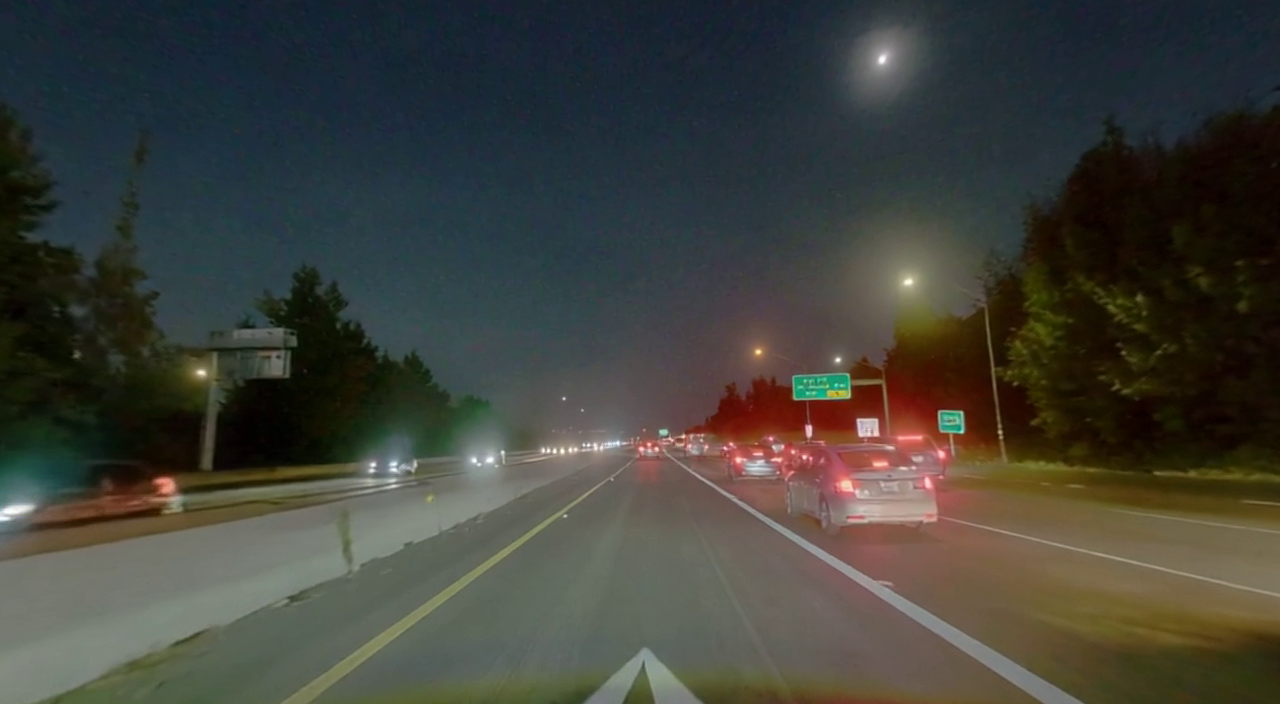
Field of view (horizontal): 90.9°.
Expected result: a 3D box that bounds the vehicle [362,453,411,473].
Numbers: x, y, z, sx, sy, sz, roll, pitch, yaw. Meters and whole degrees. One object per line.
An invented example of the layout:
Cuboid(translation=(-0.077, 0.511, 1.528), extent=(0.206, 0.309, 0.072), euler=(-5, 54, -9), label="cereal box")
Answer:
Cuboid(translation=(-19.888, 8.684, 49.645), extent=(1.849, 1.463, 4.477), euler=(0, -8, 2), label="vehicle")

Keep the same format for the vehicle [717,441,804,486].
Cuboid(translation=(4.371, 4.133, 23.745), extent=(2.223, 1.483, 5.075), euler=(0, -8, -1), label="vehicle")

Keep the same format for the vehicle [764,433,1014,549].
Cuboid(translation=(3.664, 2.140, 10.480), extent=(2.198, 1.467, 4.675), euler=(0, -8, -1), label="vehicle")

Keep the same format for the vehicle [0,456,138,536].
Cuboid(translation=(-13.189, 2.909, 12.900), extent=(1.902, 1.474, 4.752), euler=(0, -8, 1), label="vehicle")
